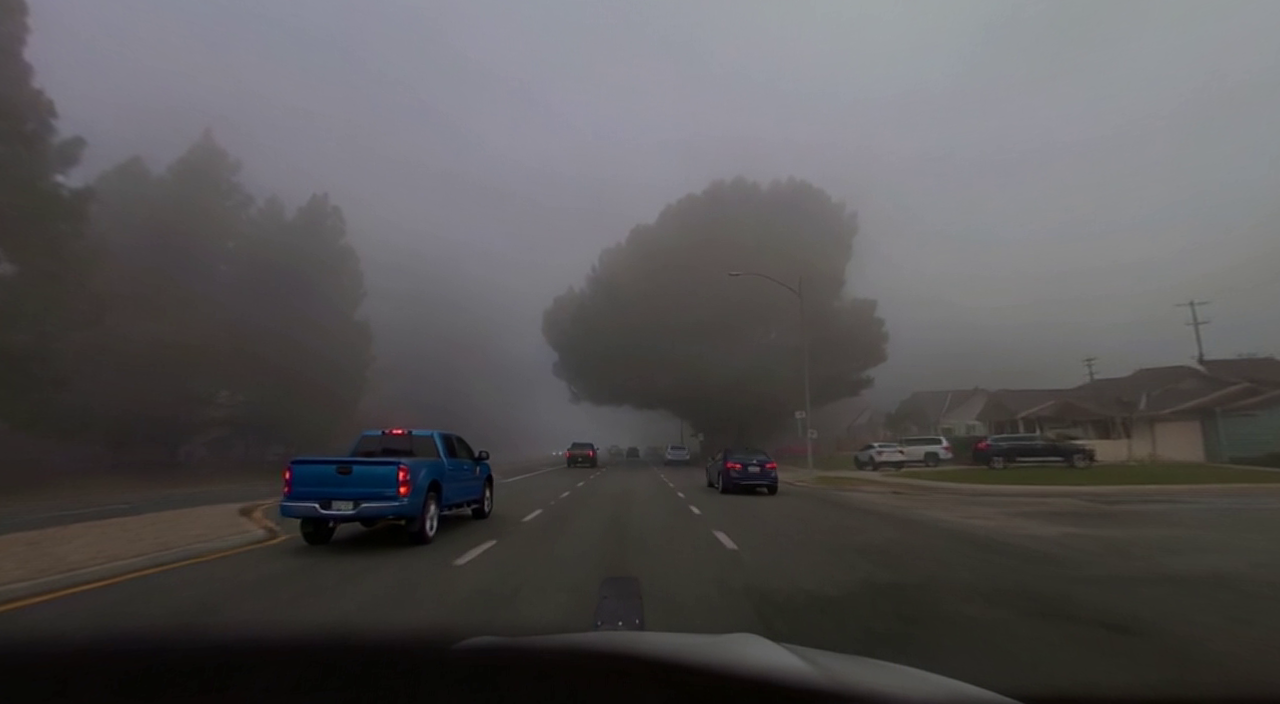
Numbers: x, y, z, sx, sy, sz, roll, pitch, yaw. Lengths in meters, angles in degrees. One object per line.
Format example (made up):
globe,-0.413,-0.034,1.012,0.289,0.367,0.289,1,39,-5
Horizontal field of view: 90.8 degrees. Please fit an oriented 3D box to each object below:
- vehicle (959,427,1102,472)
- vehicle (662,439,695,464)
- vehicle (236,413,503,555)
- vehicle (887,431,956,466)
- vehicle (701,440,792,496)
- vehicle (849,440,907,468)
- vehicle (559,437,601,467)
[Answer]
vehicle,17.090,4.266,27.888,1.991,1.806,4.902,6,-10,-39
vehicle,2.985,7.752,49.459,2.099,1.845,4.363,0,-8,-3
vehicle,-3.940,2.015,10.555,2.111,1.745,5.274,0,-8,0
vehicle,16.244,5.650,36.697,2.040,1.784,4.533,-3,-10,3
vehicle,3.029,3.381,18.887,1.884,1.463,4.195,0,-8,-1
vehicle,13.641,5.831,36.514,1.929,1.502,4.177,0,-8,3
vehicle,-3.826,6.492,41.328,2.218,1.829,4.492,0,-8,1
